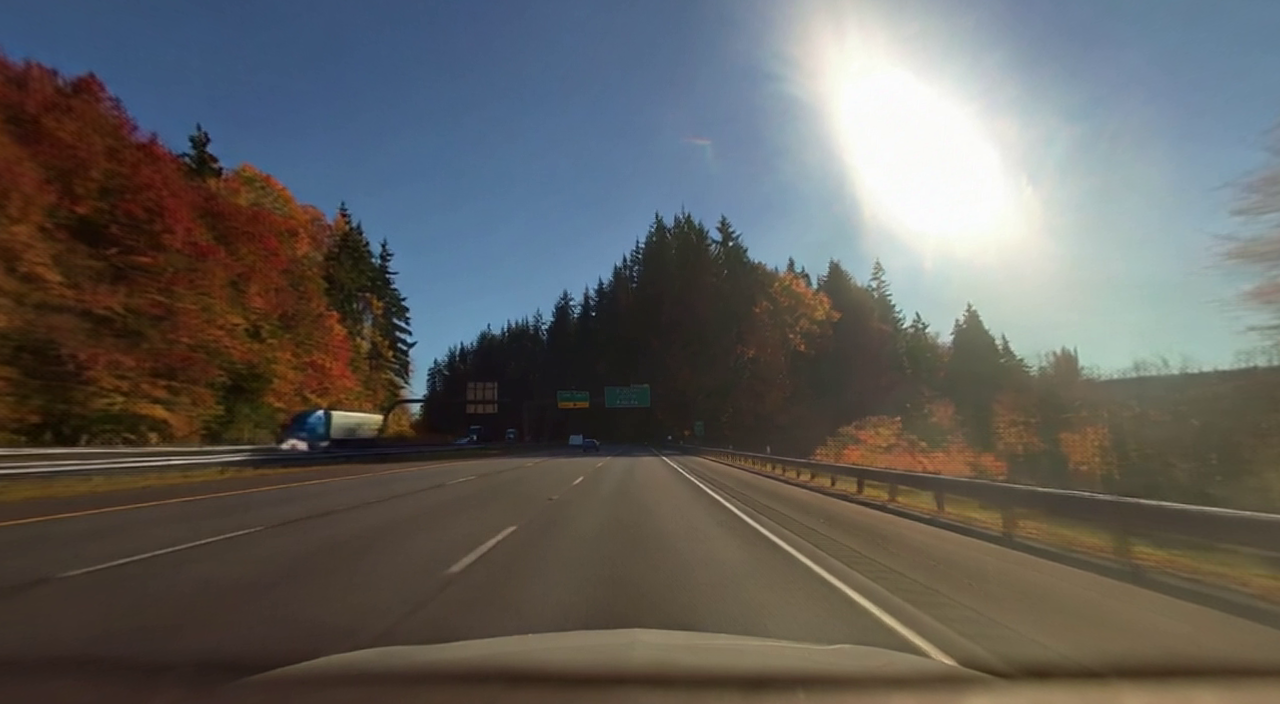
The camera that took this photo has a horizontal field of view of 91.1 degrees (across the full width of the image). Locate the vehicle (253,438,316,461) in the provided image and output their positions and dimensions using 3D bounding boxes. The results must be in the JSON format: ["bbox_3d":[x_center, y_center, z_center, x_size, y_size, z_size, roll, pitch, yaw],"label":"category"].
[{"bbox_3d":[-24.374,6.679,43.245,1.843,1.502,4.124,0,-8,1],"label":"vehicle"}]

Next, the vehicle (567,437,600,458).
[{"bbox_3d":[-4.264,7.247,47.778,2.004,1.497,4.260,0,-8,1],"label":"vehicle"}]
